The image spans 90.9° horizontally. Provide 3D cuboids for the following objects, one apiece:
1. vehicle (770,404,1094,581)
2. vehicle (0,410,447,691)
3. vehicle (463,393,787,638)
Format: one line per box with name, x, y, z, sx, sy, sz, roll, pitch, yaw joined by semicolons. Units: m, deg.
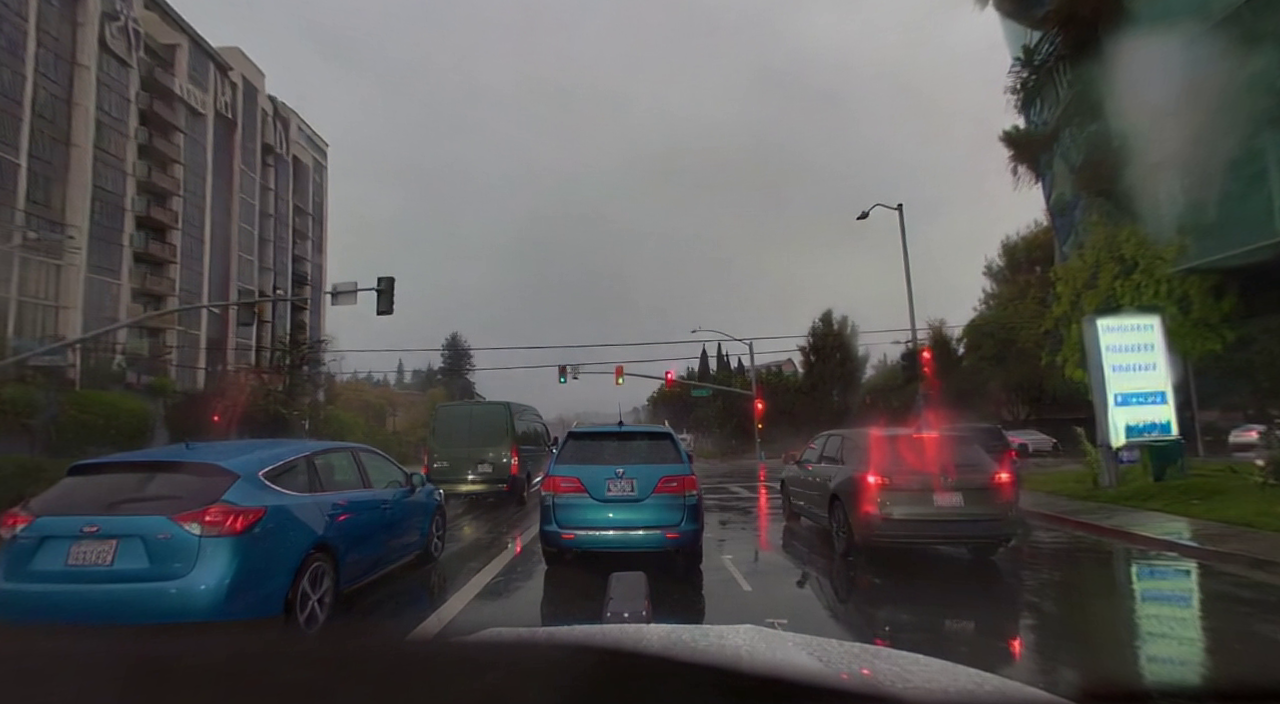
vehicle;3.217;1.657;8.252;2.004;1.646;4.554;0;-8;-1
vehicle;-3.546;1.427;5.823;1.906;1.524;4.547;0;-8;2
vehicle;-0.126;1.428;6.505;2.195;1.662;4.262;0;-8;-1
